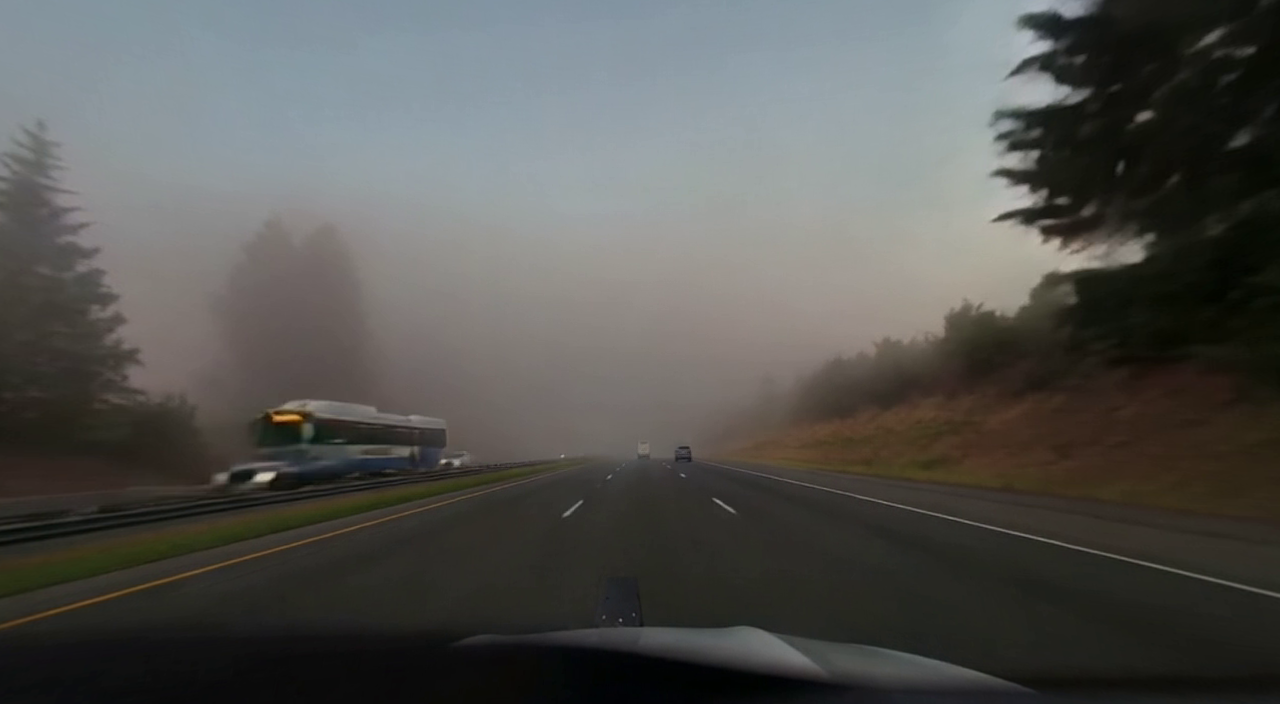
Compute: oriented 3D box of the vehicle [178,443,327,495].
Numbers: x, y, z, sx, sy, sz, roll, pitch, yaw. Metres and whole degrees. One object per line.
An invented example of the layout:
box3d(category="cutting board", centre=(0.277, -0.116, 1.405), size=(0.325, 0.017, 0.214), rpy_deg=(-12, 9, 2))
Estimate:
box3d(category="vehicle", centre=(-12.248, 3.706, 20.334), size=(2.158, 1.468, 4.077), rpy_deg=(0, -9, 1))
